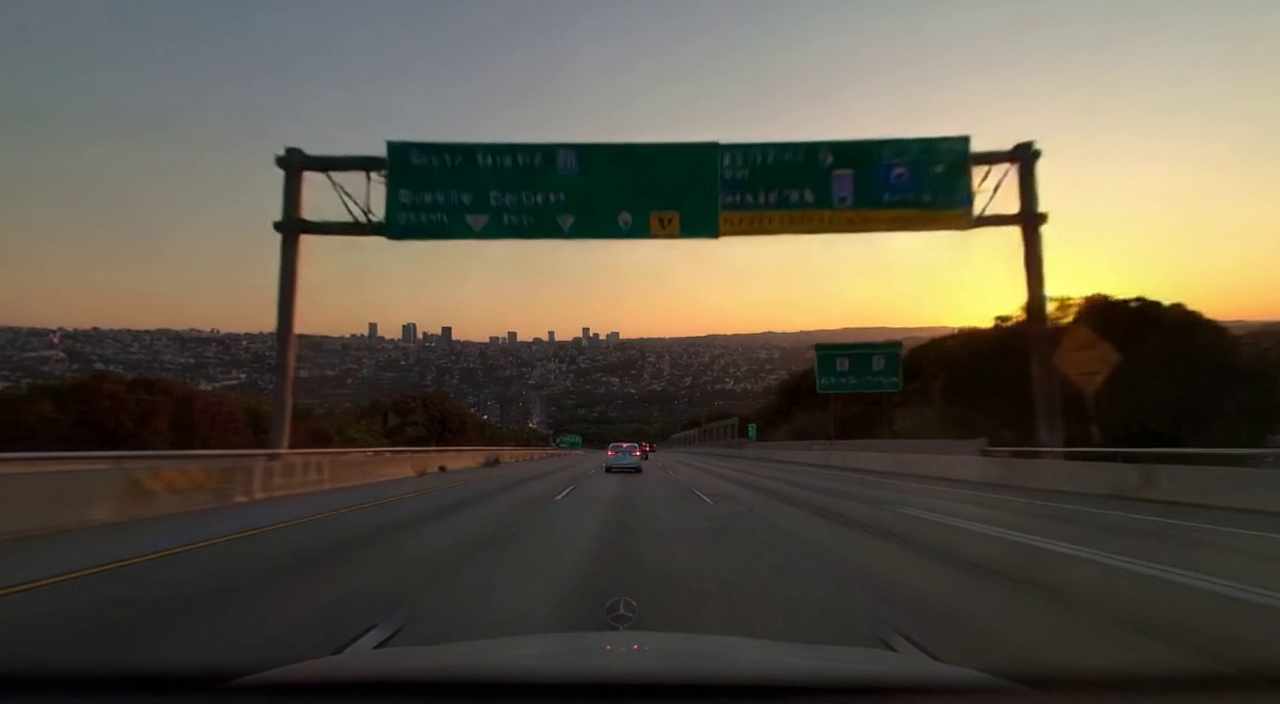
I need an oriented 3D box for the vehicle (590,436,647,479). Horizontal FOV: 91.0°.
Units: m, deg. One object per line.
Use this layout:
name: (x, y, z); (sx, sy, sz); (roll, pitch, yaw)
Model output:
vehicle: (-0.830, 4.277, 25.759); (2.147, 1.576, 3.964); (0, -8, -1)
